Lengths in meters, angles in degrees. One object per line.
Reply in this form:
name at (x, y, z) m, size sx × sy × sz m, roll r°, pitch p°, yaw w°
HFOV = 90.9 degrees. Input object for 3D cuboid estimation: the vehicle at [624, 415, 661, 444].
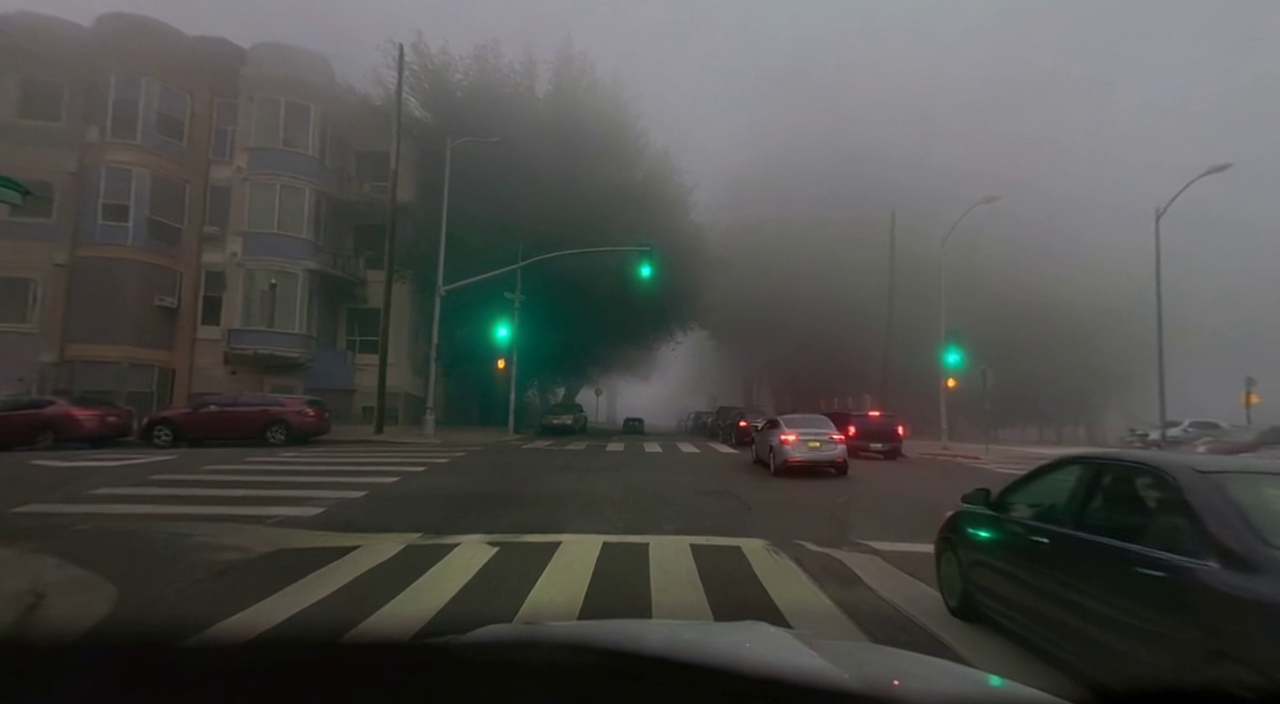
vehicle at (0.140, 4.313, 34.740) m, size 1.923 × 1.460 × 3.923 m, roll 0°, pitch -9°, yaw 0°

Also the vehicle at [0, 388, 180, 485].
vehicle at (-11.181, 1.440, 11.276) m, size 4.507 × 1.455 × 1.927 m, roll 0°, pitch 0°, yaw 1°

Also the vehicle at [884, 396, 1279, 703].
vehicle at (3.050, 0.993, 2.809) m, size 2.055 × 1.450 × 4.676 m, roll 0°, pitch -9°, yaw 0°

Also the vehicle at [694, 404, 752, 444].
vehicle at (3.703, 3.386, 29.056) m, size 2.093 × 1.655 × 4.327 m, roll 0°, pitch -9°, yaw 0°

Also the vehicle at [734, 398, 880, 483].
vehicle at (3.265, 1.735, 13.219) m, size 1.970 × 1.490 × 4.016 m, roll 0°, pitch -5°, yaw 0°

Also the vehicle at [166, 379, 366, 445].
vehicle at (-10.401, 1.747, 17.823) m, size 4.304 × 1.755 × 2.083 m, roll 0°, pitch -9°, yaw 1°

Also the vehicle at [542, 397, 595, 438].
vehicle at (-2.931, 2.807, 26.459) m, size 1.878 × 1.521 × 3.697 m, roll 0°, pitch -9°, yaw -2°
